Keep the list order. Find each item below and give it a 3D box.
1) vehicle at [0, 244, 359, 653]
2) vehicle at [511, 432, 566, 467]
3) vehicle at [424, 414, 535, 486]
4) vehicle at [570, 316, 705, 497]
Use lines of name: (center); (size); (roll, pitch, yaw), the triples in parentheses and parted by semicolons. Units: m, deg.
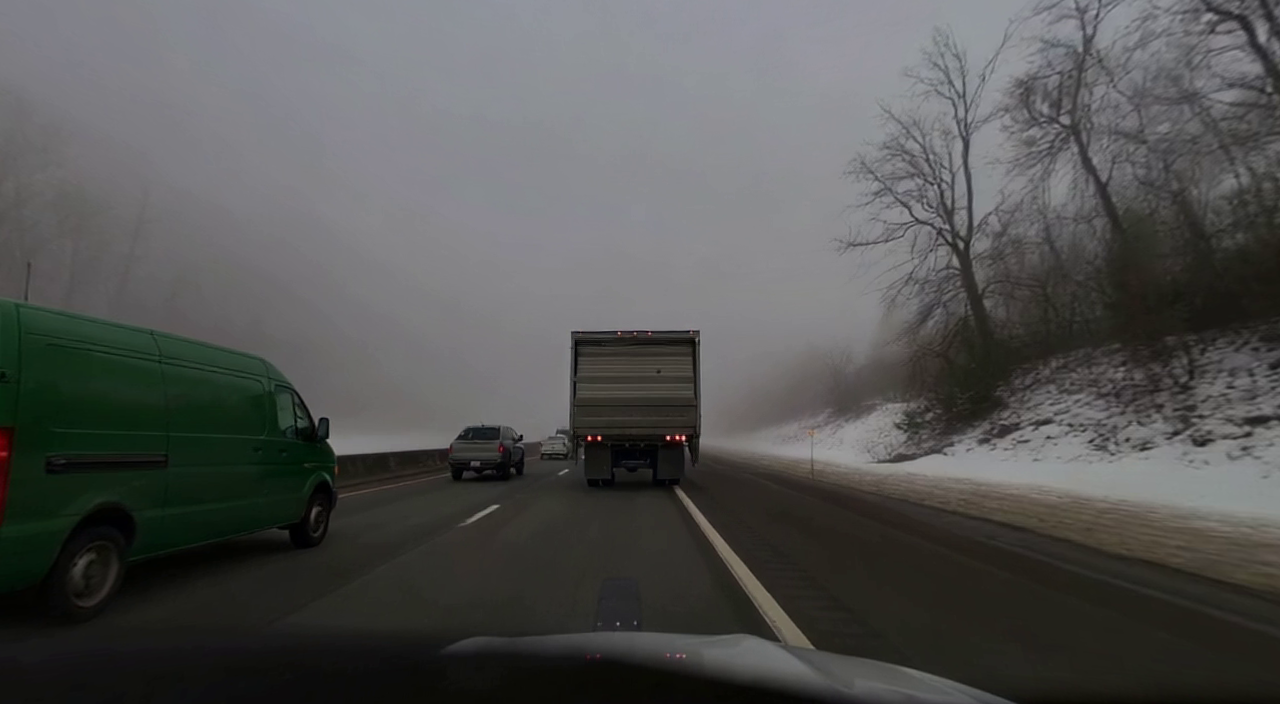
vehicle: (-5.222, 0.895, 6.087); (2.478, 2.515, 5.438); (0, -8, 0)
vehicle: (-4.837, 4.698, 30.493); (1.931, 1.539, 4.441); (0, -8, 0)
vehicle: (-4.848, 3.047, 19.897); (2.168, 1.985, 4.952); (0, -8, 0)
vehicle: (-0.179, 1.854, 19.047); (2.953, 4.041, 10.072); (0, -8, -1)
